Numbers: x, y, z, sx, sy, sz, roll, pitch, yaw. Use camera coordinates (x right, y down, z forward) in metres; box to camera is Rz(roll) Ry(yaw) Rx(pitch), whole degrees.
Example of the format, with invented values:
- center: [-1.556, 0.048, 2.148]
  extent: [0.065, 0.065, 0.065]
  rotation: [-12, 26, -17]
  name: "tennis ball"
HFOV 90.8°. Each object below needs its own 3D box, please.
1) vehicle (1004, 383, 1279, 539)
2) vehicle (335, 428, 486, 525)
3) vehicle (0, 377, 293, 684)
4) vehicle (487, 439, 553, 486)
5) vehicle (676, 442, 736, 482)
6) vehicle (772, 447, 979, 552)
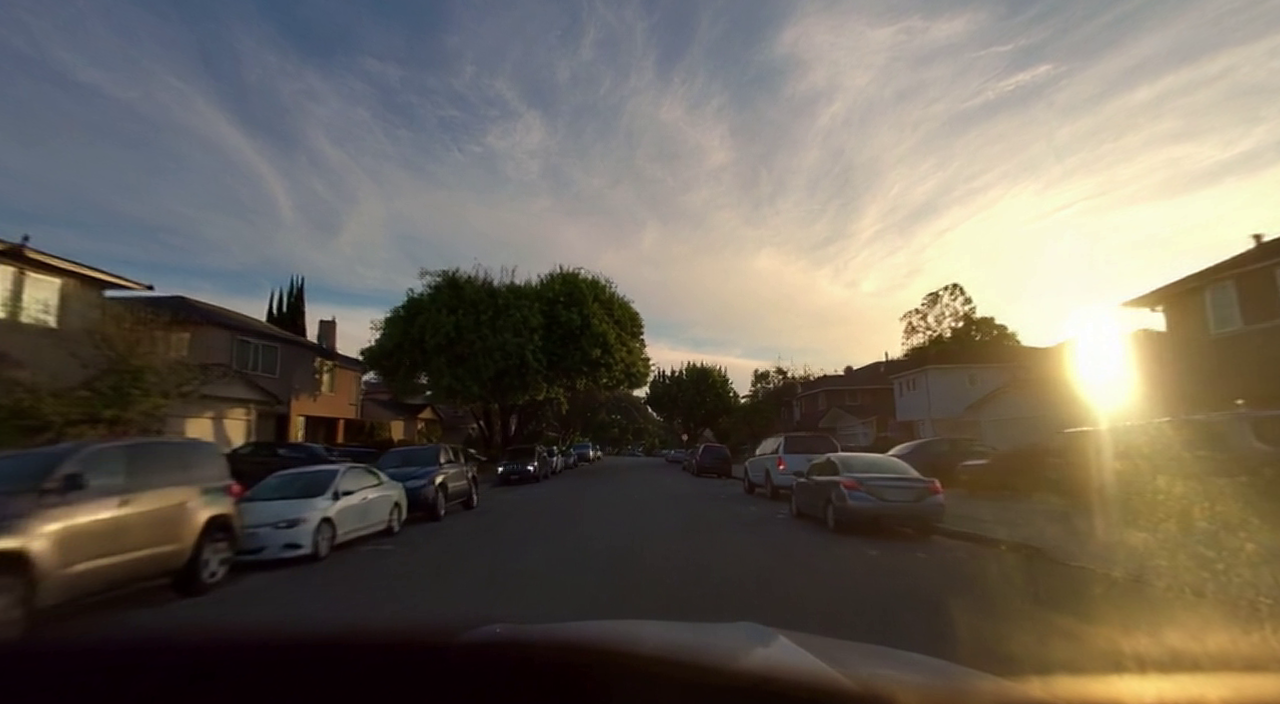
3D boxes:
- center: [9.084, 1.922, 10.943]
  extent: [2.392, 1.979, 5.752]
  rotation: [1, -10, 3]
  name: "vehicle"
- center: [-5.121, 2.862, 14.978]
  extent: [2.022, 1.822, 5.002]
  rotation: [-1, -9, -4]
  name: "vehicle"
- center: [-5.021, 1.358, 5.299]
  extent: [2.007, 1.861, 4.101]
  rotation: [0, -10, -3]
  name: "vehicle"
- center: [-5.087, 4.795, 27.488]
  extent: [2.035, 1.822, 4.348]
  rotation: [0, -10, -1]
  name: "vehicle"
- center: [3.457, 5.895, 34.398]
  extent: [2.415, 1.963, 5.688]
  rotation: [0, -8, -2]
  name: "vehicle"
- center: [4.128, 2.622, 12.196]
  extent: [1.850, 1.516, 5.066]
  rotation: [0, -8, -3]
  name: "vehicle"
